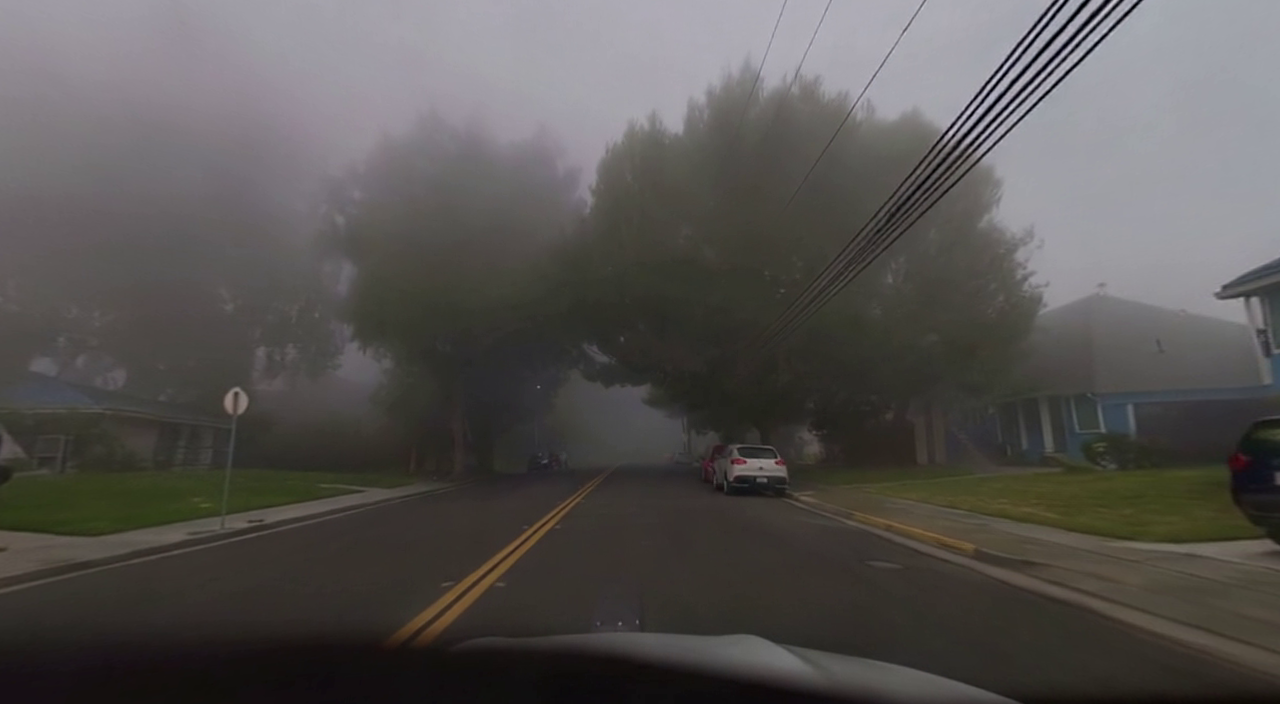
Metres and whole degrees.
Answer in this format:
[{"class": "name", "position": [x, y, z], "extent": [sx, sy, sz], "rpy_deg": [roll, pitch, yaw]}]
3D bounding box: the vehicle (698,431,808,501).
[{"class": "vehicle", "position": [3.284, 3.448, 19.603], "extent": [2.114, 1.858, 5.144], "rpy_deg": [0, -9, -4]}]

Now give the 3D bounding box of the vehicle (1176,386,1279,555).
[{"class": "vehicle", "position": [9.535, 1.284, 6.951], "extent": [5.490, 1.774, 1.867], "rpy_deg": [0, -9, 0]}]

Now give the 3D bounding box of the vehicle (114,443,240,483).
[{"class": "vehicle", "position": [-22.151, 5.315, 30.548], "extent": [2.139, 1.746, 5.099], "rpy_deg": [0, -9, 1]}]

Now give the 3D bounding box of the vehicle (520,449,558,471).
[{"class": "vehicle", "position": [-7.460, 8.050, 47.193], "extent": [1.956, 1.515, 4.607], "rpy_deg": [-1, -9, 1]}]
